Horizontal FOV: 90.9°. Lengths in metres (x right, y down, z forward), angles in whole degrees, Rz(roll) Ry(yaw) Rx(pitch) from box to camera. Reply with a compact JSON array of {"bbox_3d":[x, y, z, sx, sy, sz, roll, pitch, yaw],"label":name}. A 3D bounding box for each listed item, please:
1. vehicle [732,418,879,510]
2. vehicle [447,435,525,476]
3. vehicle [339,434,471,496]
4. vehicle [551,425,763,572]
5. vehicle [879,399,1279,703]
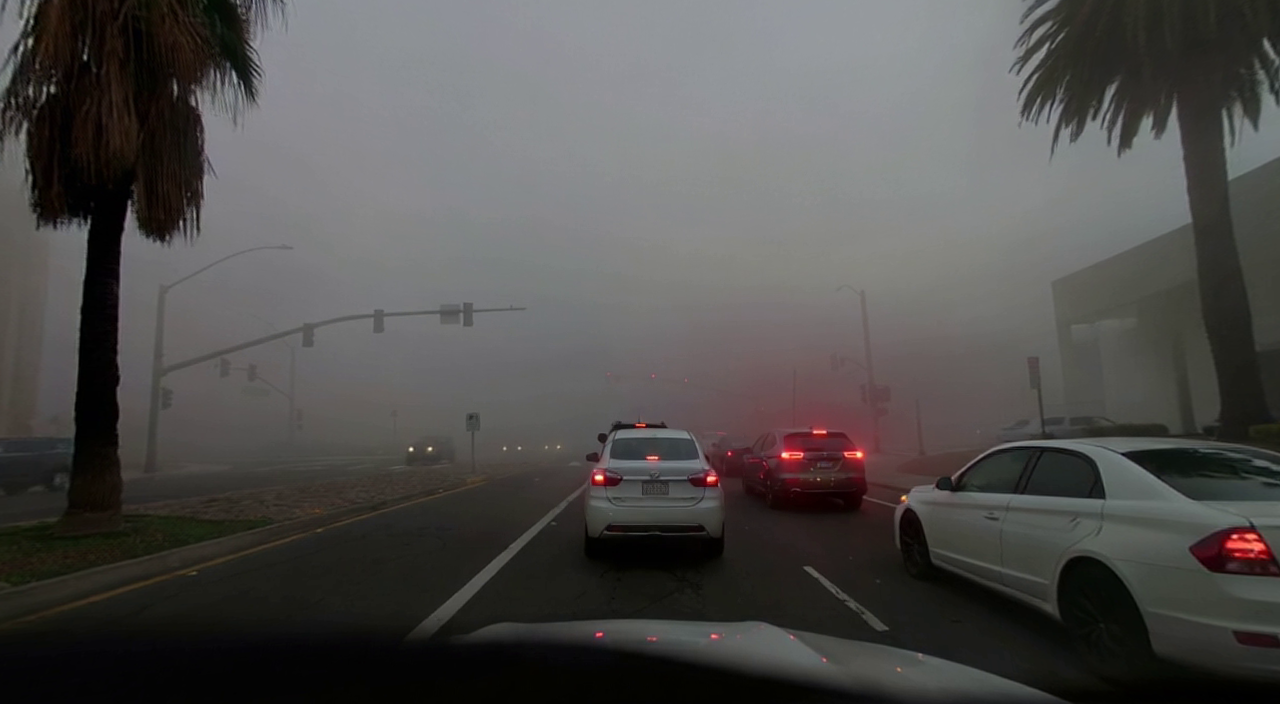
[{"bbox_3d":[3.505,2.467,14.305,2.169,1.751,4.276,0,-8,0],"label":"vehicle"},{"bbox_3d":[-6.034,4.098,25.225,1.822,1.456,4.396,-1,-8,2],"label":"vehicle"},{"bbox_3d":[-6.250,3.046,17.363,1.900,1.487,4.165,0,-8,2],"label":"vehicle"},{"bbox_3d":[0.183,1.788,8.463,2.140,1.474,4.026,0,-8,0],"label":"vehicle"},{"bbox_3d":[3.544,1.226,4.473,1.910,1.490,4.661,0,-8,1],"label":"vehicle"}]
